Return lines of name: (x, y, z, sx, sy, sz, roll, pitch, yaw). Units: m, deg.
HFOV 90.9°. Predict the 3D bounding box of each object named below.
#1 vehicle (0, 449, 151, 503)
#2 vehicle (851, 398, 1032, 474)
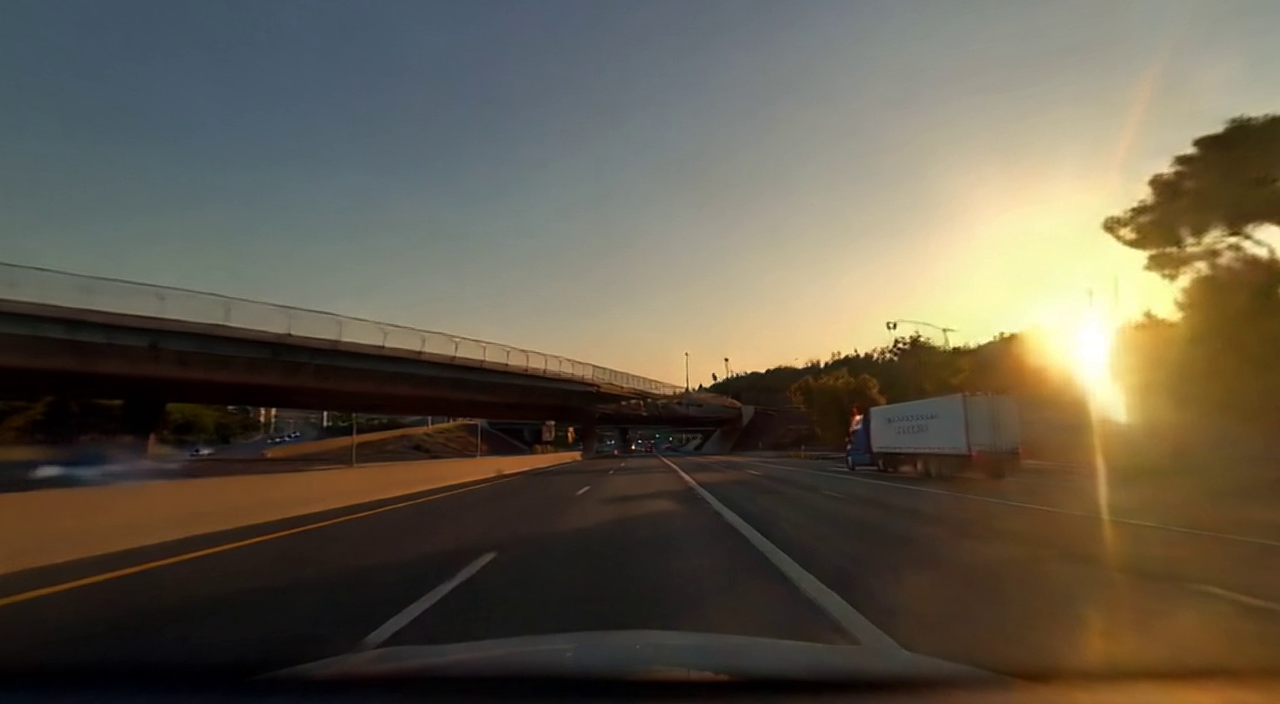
vehicle: (-18.166, 3.792, 19.815, 1.863, 1.442, 4.538, 0, -8, 1)
vehicle: (19.548, 5.869, 43.364, 3.395, 4.178, 16.548, 0, -8, -4)
